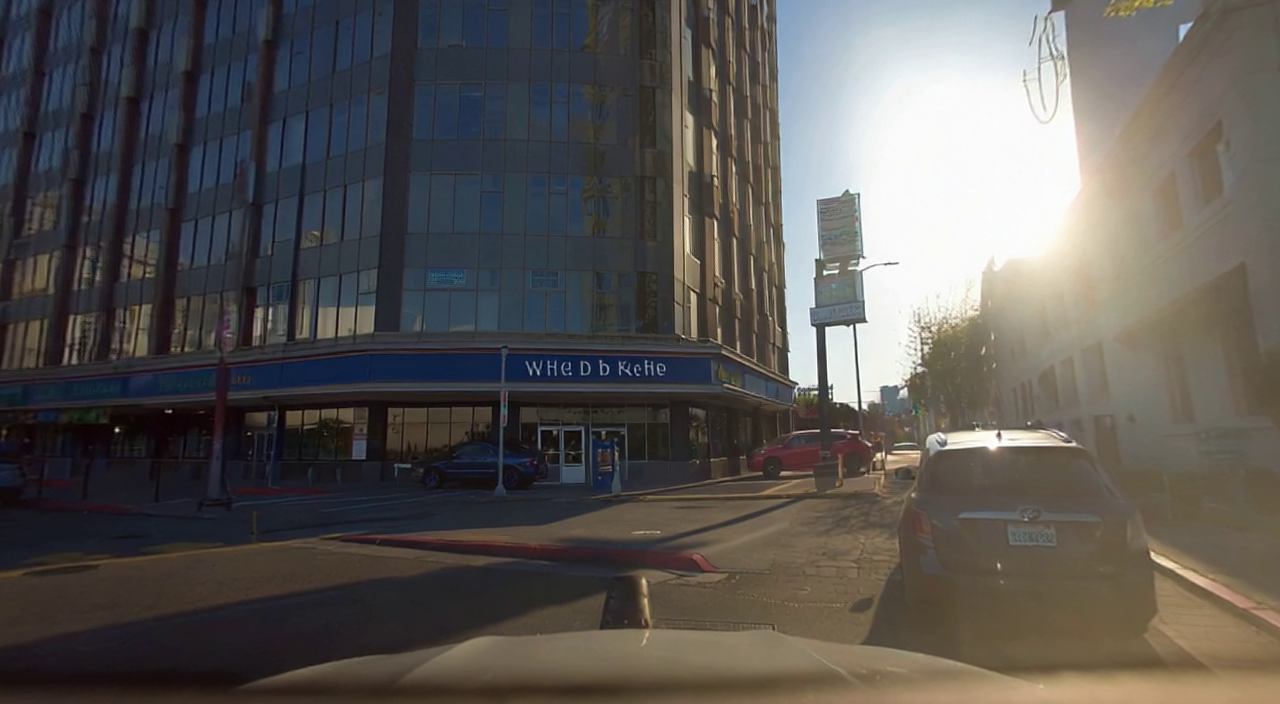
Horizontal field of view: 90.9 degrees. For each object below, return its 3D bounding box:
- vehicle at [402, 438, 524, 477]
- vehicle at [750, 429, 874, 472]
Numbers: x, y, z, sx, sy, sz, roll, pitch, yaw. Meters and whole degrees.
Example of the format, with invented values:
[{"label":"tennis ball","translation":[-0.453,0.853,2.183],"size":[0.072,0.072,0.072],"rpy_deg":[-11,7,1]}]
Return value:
[{"label":"vehicle","translation":[-7.748,4.617,27.765],"size":[4.814,1.618,1.869],"rpy_deg":[-2,-9,11]},{"label":"vehicle","translation":[7.302,4.175,26.836],"size":[4.706,1.663,1.993],"rpy_deg":[-4,-9,26]}]
